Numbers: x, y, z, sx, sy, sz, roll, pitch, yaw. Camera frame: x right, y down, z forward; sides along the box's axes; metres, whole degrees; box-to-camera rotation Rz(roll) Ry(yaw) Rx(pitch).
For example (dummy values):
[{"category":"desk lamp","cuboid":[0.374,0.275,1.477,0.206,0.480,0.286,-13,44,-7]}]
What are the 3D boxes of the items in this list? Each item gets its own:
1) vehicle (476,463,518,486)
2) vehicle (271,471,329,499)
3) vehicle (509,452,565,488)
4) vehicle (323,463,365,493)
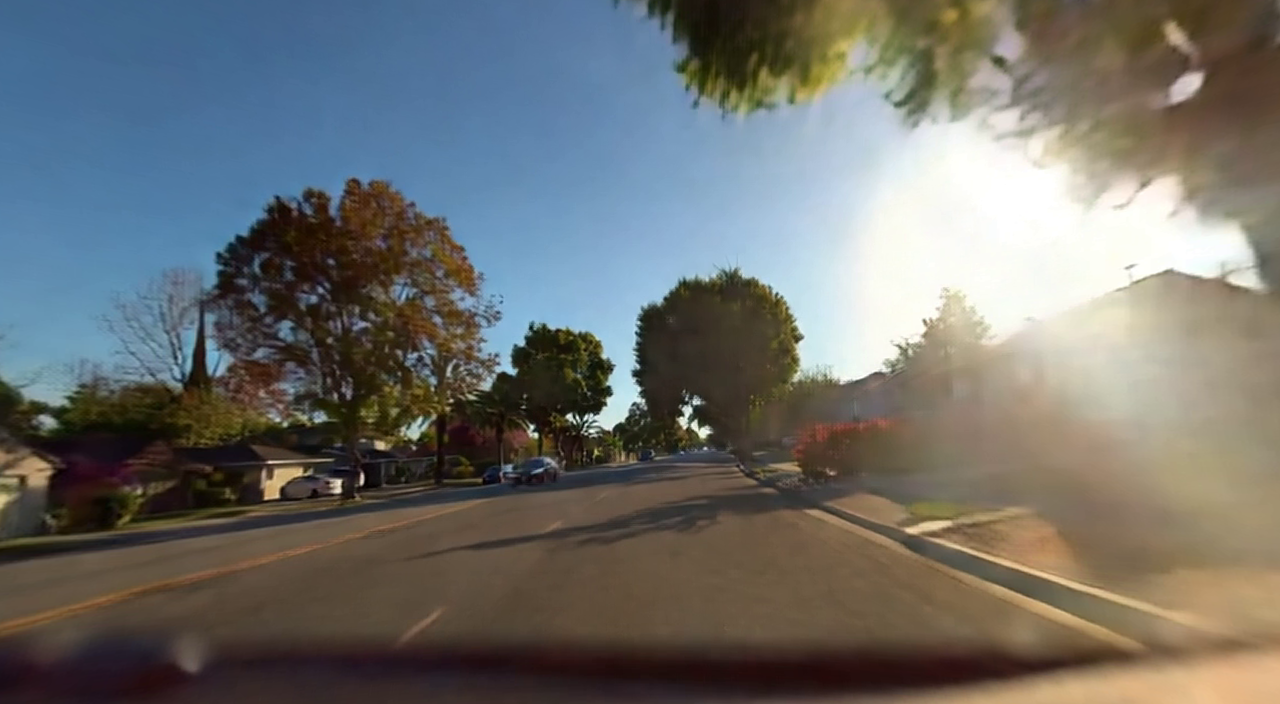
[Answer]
[{"category":"vehicle","cuboid":[-10.859,9.292,48.214,1.804,1.498,4.136,-4,-9,6]},{"category":"vehicle","cuboid":[-21.421,8.294,39.681,4.461,1.477,1.862,-9,-12,44]},{"category":"vehicle","cuboid":[-5.328,6.150,33.210,1.746,1.503,4.400,-7,-9,5]},{"category":"vehicle","cuboid":[-20.910,8.901,44.755,2.075,1.846,4.684,2,-9,-18]}]
